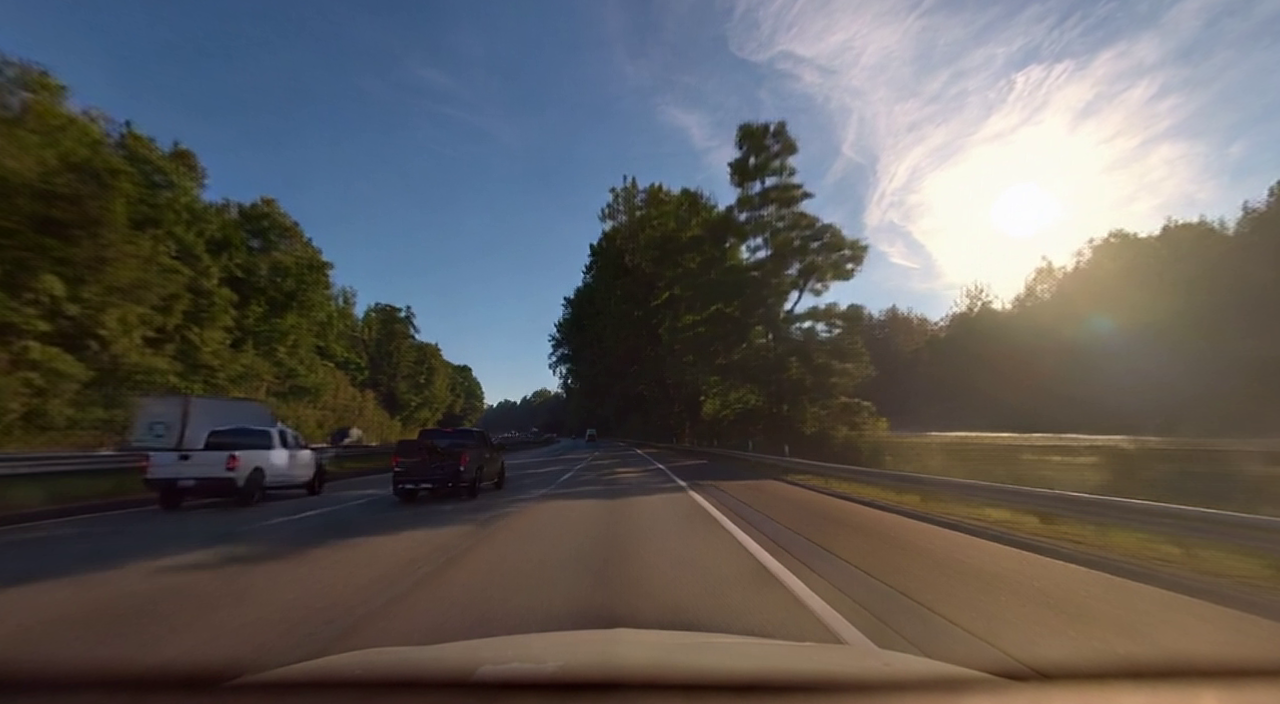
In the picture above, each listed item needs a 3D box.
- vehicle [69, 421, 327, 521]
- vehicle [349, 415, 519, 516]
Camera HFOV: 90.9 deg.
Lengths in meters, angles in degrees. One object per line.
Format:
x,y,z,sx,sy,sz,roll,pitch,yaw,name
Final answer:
-7.946,2.137,11.915,2.000,1.552,3.946,0,-8,0,vehicle
-3.814,2.153,12.543,2.034,1.675,4.080,0,-8,-1,vehicle
